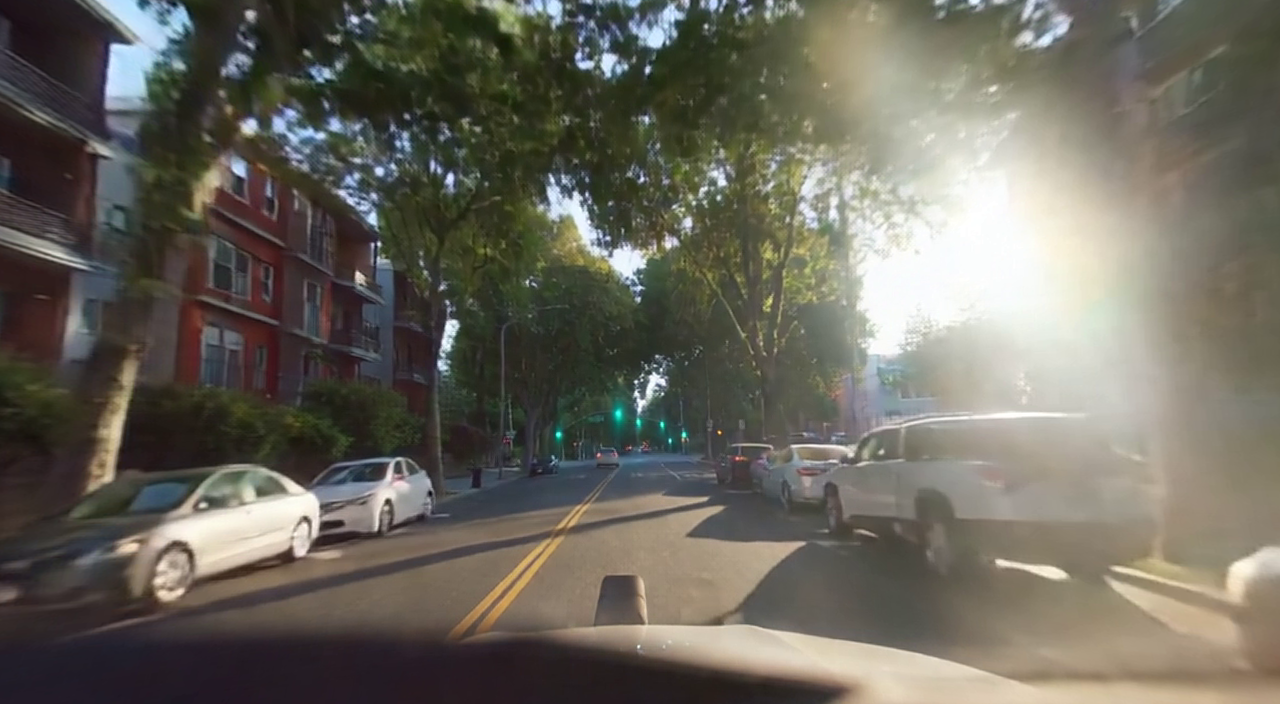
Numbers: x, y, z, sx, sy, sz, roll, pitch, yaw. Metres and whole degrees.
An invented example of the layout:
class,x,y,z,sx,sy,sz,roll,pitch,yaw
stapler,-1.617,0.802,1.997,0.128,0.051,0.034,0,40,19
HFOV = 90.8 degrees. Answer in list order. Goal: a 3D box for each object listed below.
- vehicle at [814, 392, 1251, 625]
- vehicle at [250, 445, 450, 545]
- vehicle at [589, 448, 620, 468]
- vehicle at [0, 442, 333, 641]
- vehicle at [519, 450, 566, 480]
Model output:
class,x,y,z,sx,sy,sz,roll,pitch,yaw
vehicle,3.939,1.663,7.915,2.093,1.857,5.414,1,-8,1
vehicle,-5.951,2.938,13.765,2.142,1.775,4.428,0,-8,2
vehicle,-2.669,8.073,48.256,2.029,1.438,4.313,0,-8,0
vehicle,-5.841,2.066,7.846,1.929,1.681,4.216,-5,-8,0
vehicle,-5.770,6.737,37.952,1.947,1.473,4.397,-5,-9,1
